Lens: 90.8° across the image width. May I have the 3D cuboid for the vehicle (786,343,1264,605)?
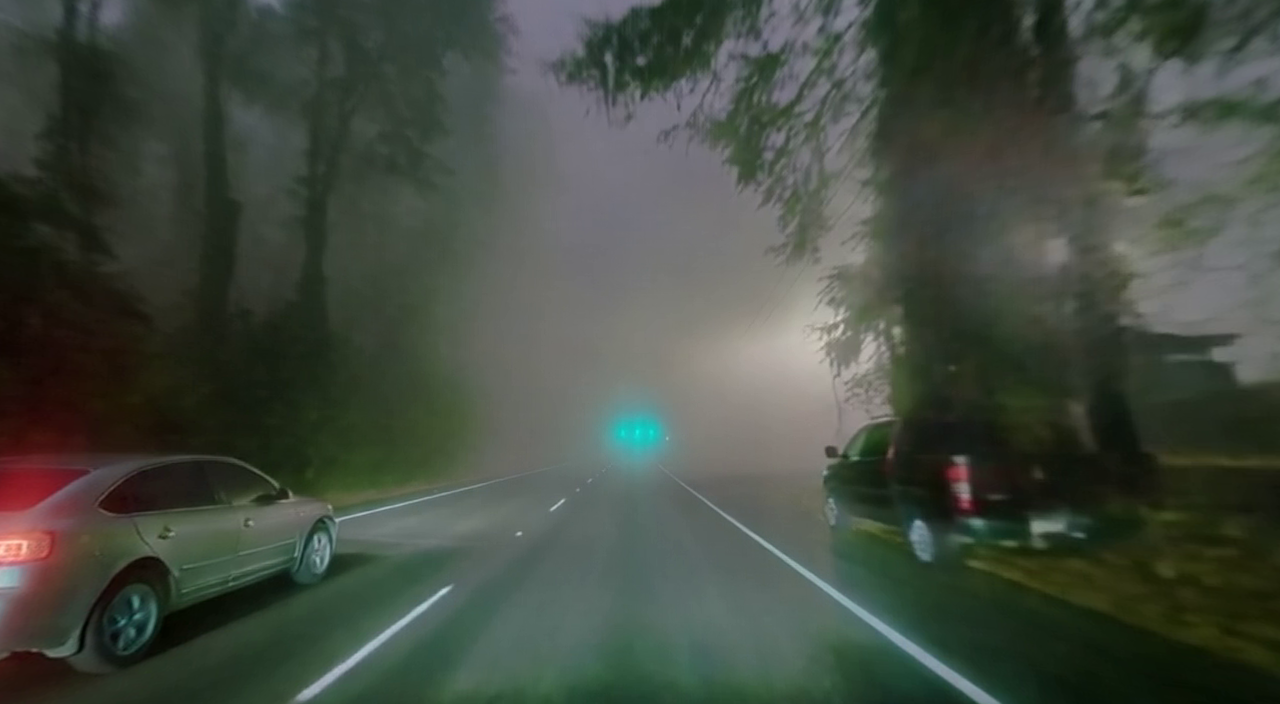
[{"bbox_3d":[4.318,1.604,9.319,2.554,2.388,6.973,0,-8,-1],"label":"vehicle"}]

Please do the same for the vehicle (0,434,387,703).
[{"bbox_3d":[-3.987,1.455,5.331,1.946,1.437,4.154,0,-8,0],"label":"vehicle"}]
